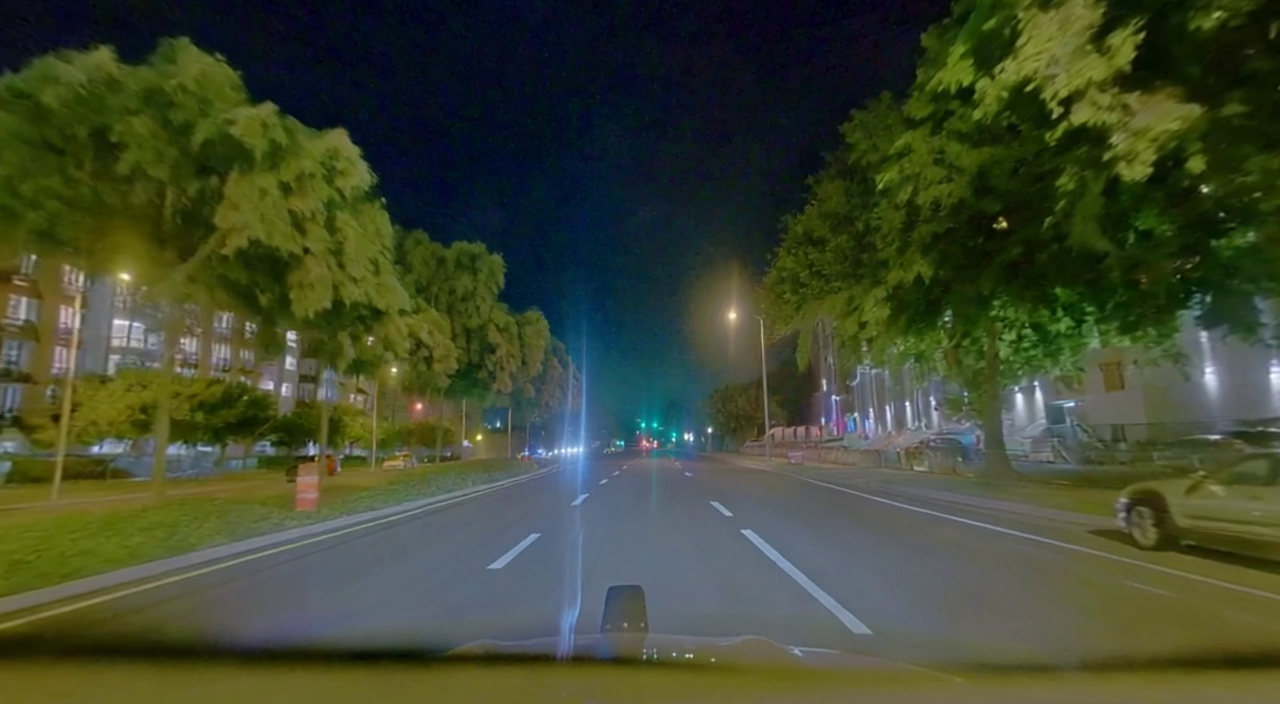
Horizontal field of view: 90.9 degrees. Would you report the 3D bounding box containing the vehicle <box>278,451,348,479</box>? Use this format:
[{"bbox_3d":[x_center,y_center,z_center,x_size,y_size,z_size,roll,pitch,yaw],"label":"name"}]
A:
[{"bbox_3d":[-22.315,7.695,43.247,2.067,1.743,5.056,0,-8,0],"label":"vehicle"}]

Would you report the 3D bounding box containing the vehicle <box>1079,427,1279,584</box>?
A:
[{"bbox_3d":[7.110,1.516,6.367,1.984,1.485,4.629,0,-8,0],"label":"vehicle"}]

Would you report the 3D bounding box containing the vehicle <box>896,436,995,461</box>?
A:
[{"bbox_3d":[18.265,5.782,37.815,4.813,1.464,2.073,0,-8,-1],"label":"vehicle"}]
